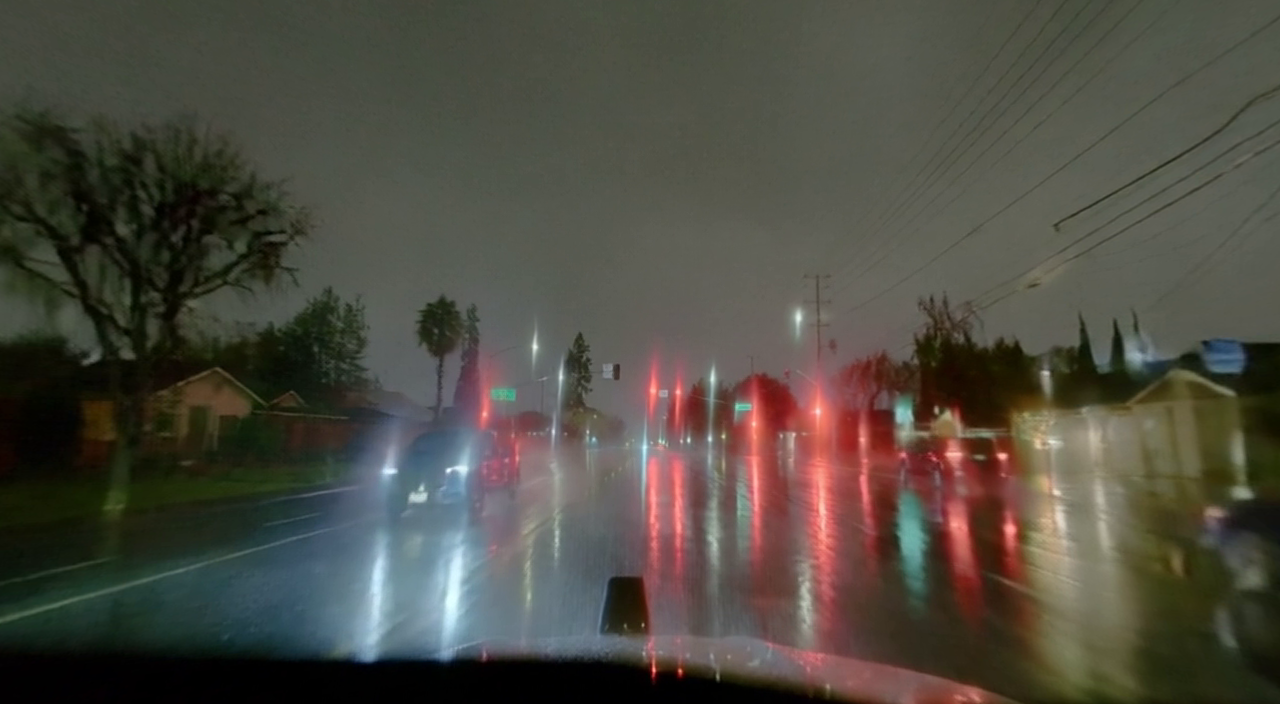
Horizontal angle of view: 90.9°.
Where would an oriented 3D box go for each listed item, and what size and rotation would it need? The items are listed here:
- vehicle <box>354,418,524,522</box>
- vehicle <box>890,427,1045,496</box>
[{"bbox_3d":[-3.950,2.419,13.471,2.012,1.778,4.990,0,-8,-1],"label":"vehicle"},{"bbox_3d":[9.530,3.232,18.967,2.170,1.771,4.908,0,-8,2],"label":"vehicle"}]
